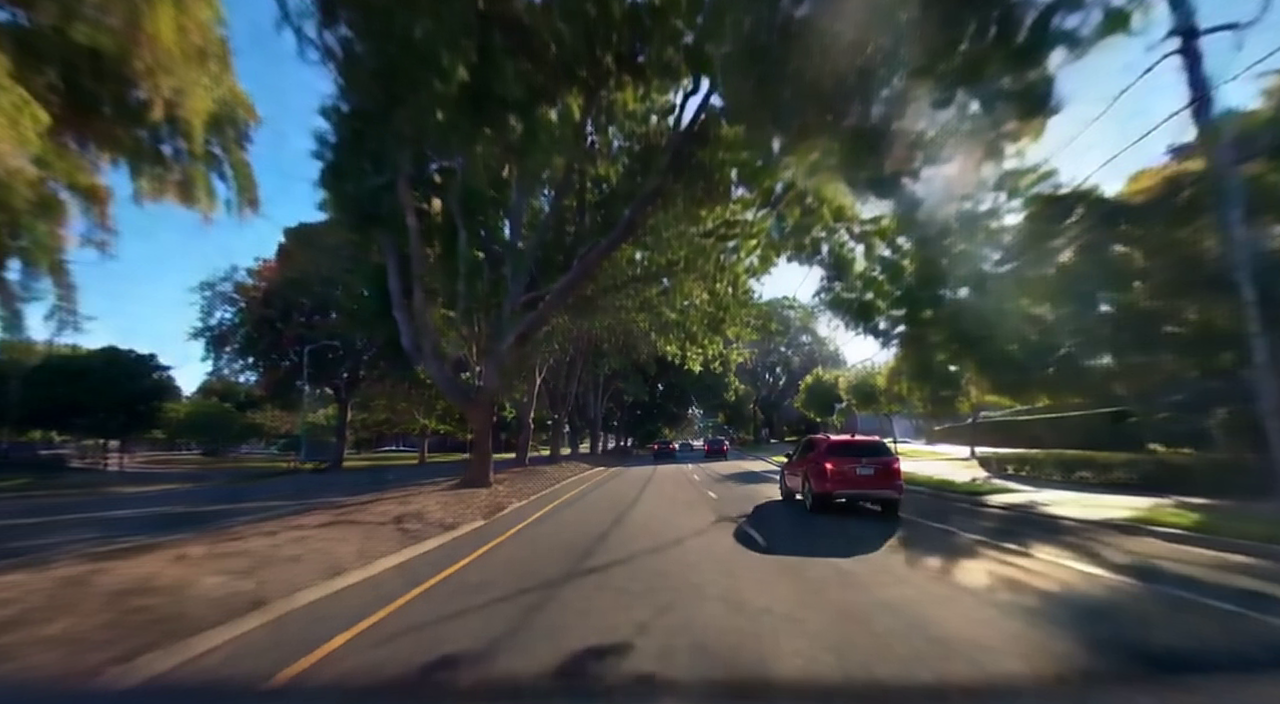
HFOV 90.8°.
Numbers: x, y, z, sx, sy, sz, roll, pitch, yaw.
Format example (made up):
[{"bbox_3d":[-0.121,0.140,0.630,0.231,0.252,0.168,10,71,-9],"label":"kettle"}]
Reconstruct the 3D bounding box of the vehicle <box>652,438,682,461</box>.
[{"bbox_3d":[2.155,7.556,49.033,2.163,1.746,4.073,-1,-9,4],"label":"vehicle"}]

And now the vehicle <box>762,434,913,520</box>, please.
[{"bbox_3d":[3.962,2.569,13.527,1.881,1.512,4.294,-1,-8,1],"label":"vehicle"}]
